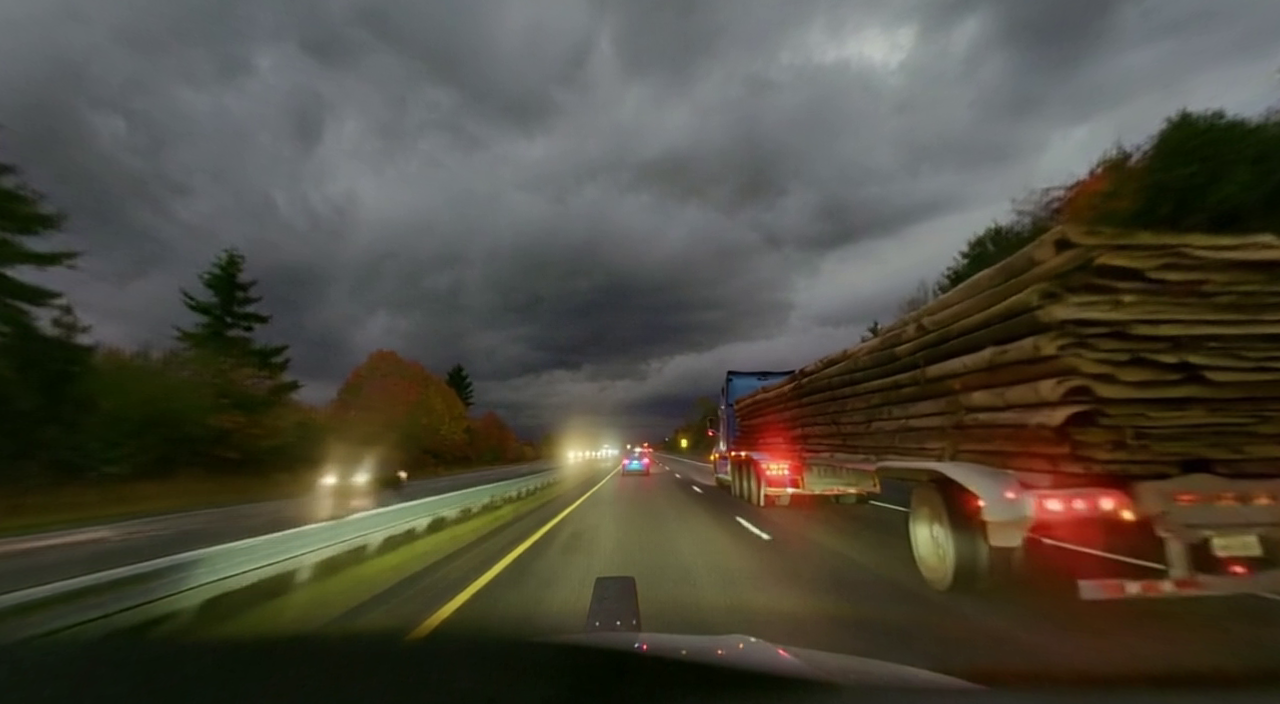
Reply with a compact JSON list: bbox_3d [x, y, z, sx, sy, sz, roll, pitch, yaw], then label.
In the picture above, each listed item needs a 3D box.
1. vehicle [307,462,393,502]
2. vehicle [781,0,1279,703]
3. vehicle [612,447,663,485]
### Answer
[{"bbox_3d":[-12.392,5.561,27.048,1.810,1.462,3.899,-1,-9,0],"label":"vehicle"},{"bbox_3d":[3.964,0.320,6.267,3.004,3.923,8.363,0,-9,-1],"label":"vehicle"},{"bbox_3d":[-0.105,5.044,28.031,2.099,1.506,4.097,0,-9,0],"label":"vehicle"}]
